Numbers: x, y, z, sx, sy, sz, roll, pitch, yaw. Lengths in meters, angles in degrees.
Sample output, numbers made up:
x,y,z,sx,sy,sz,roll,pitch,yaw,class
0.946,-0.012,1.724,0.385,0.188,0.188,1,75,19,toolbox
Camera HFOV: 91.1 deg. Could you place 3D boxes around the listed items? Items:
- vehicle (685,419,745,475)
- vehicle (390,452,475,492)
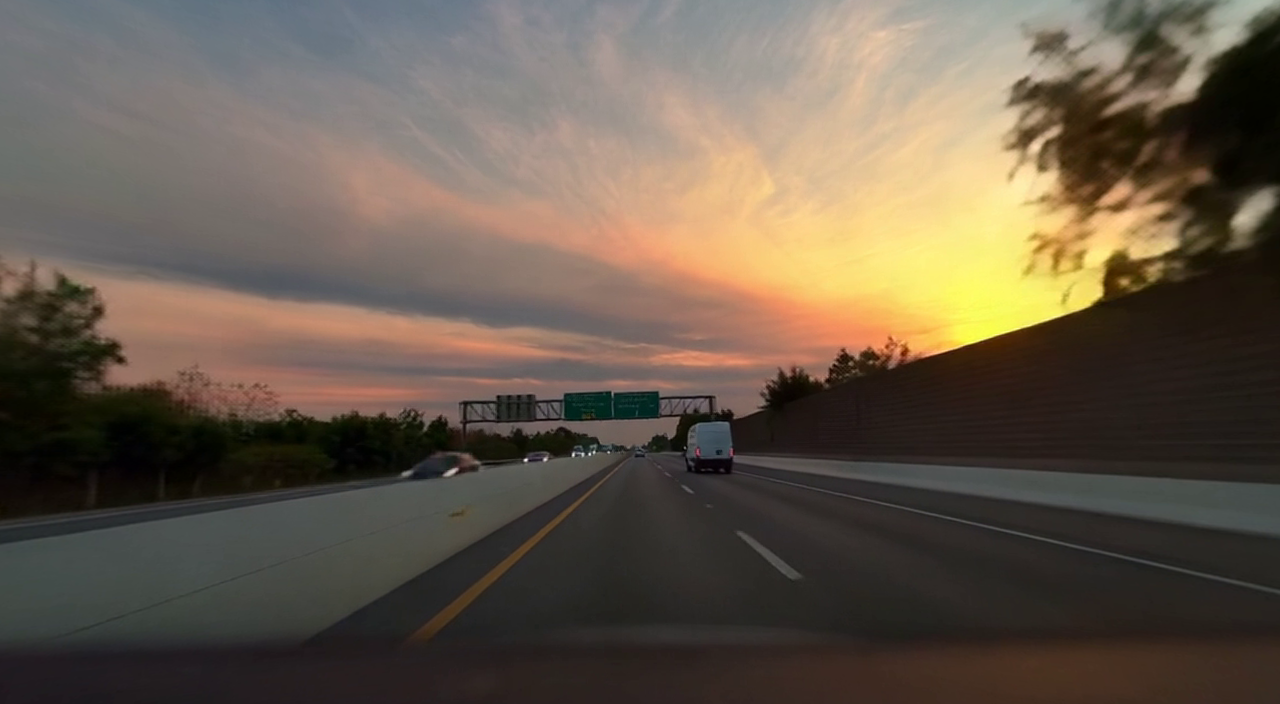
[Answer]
x,y,z,sx,sy,sz,roll,pitch,yaw,class
4.043,5.356,35.372,2.449,2.805,6.763,0,-9,-1,vehicle
-8.586,4.988,26.487,1.976,1.467,4.602,0,-9,0,vehicle
